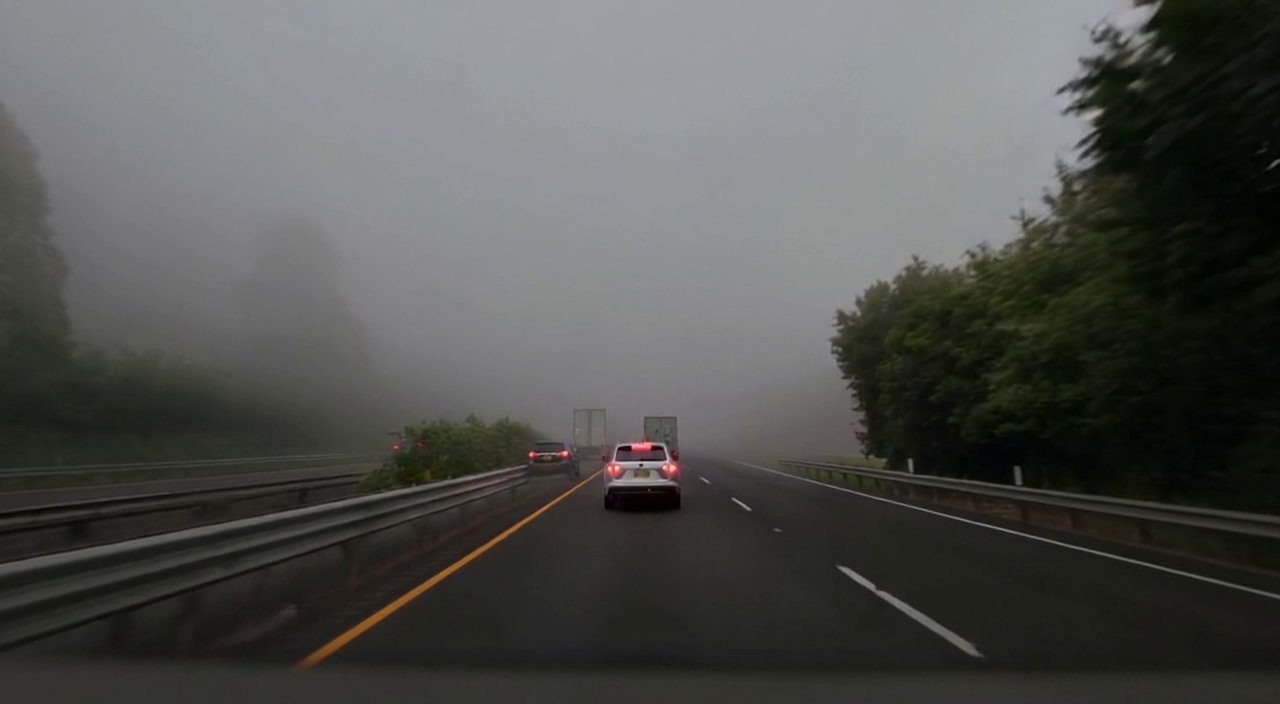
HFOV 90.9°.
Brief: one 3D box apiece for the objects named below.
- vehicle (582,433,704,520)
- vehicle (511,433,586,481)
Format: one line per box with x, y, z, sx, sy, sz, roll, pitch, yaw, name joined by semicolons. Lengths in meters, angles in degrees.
0.033;2.431;12.694;2.057;1.449;3.931;0;-9;-1;vehicle
-3.483;4.130;24.947;2.177;1.699;4.431;0;-9;2;vehicle
